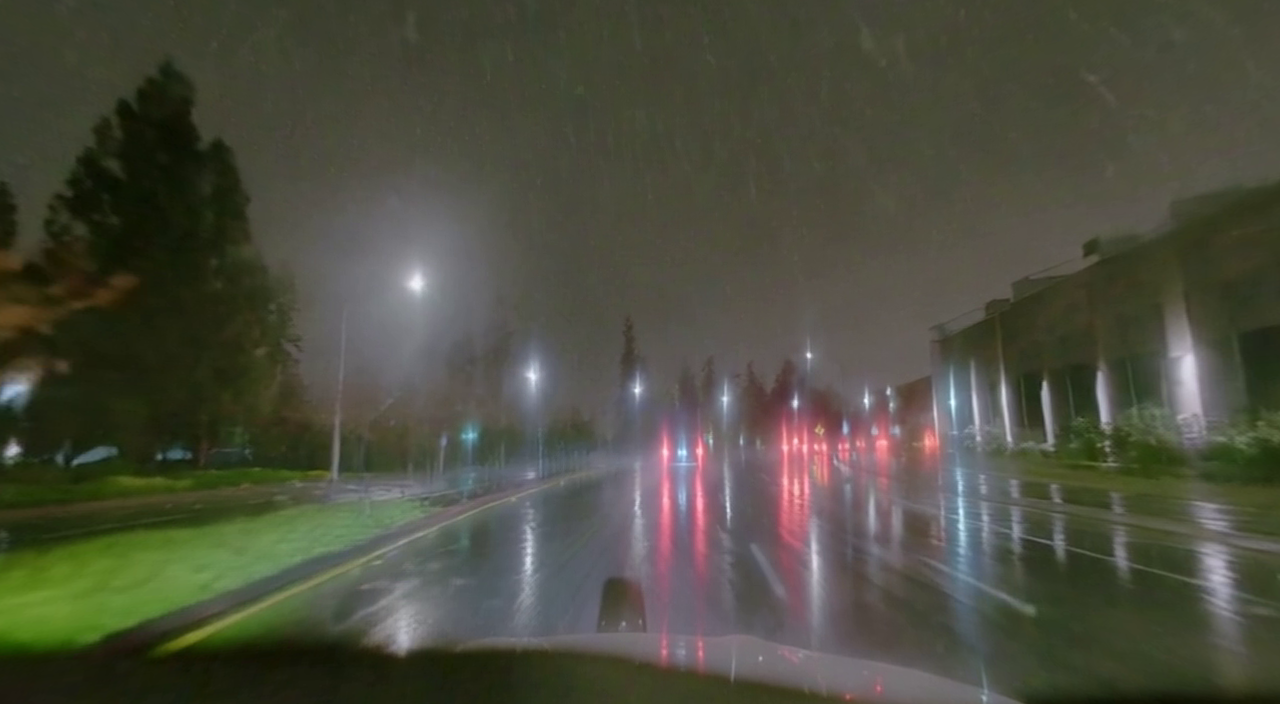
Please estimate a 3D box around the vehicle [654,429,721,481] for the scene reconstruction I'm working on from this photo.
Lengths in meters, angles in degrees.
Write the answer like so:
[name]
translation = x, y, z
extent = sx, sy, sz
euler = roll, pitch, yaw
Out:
[vehicle]
translation = 2.138, 4.291, 26.409
extent = 2.371, 1.926, 5.615
euler = -2, -9, 9
